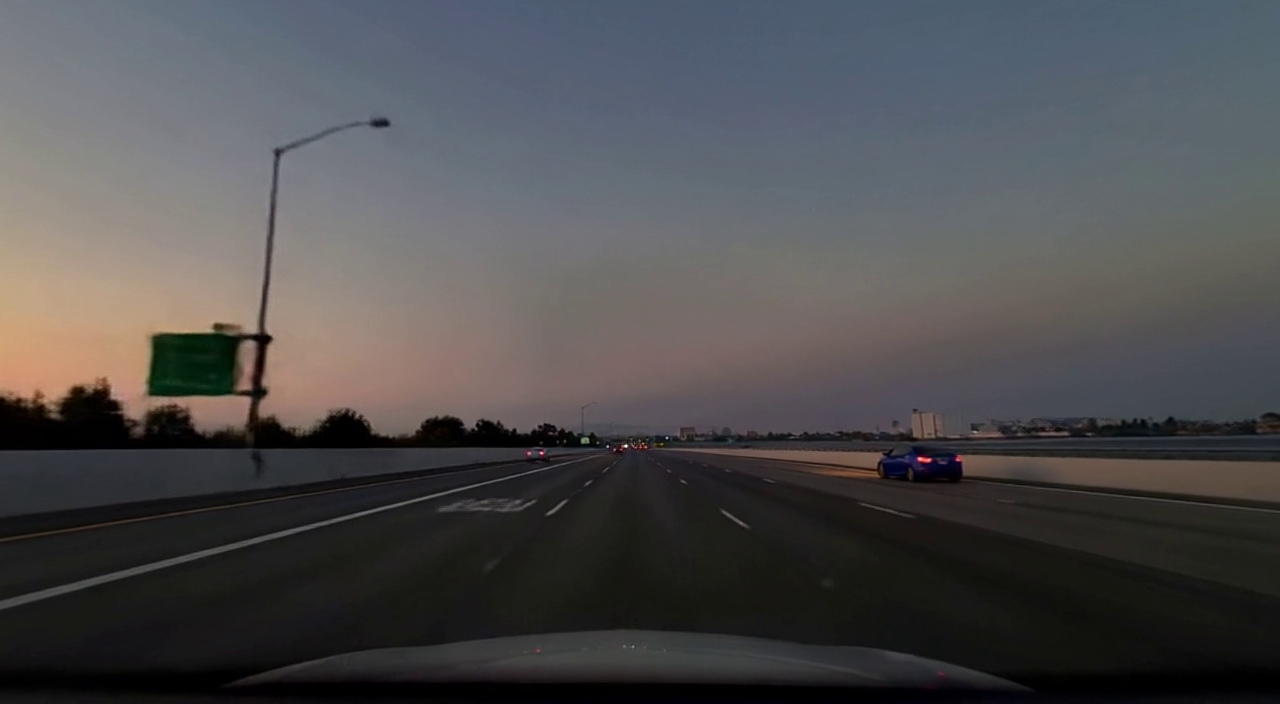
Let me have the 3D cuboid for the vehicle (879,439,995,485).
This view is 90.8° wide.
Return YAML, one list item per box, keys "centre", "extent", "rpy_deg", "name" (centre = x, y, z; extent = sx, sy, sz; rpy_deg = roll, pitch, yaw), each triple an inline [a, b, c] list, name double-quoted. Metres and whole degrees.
- centre: [10.653, 3.973, 23.102]
  extent: [1.985, 1.493, 4.486]
  rpy_deg: [0, -9, -1]
  name: "vehicle"
